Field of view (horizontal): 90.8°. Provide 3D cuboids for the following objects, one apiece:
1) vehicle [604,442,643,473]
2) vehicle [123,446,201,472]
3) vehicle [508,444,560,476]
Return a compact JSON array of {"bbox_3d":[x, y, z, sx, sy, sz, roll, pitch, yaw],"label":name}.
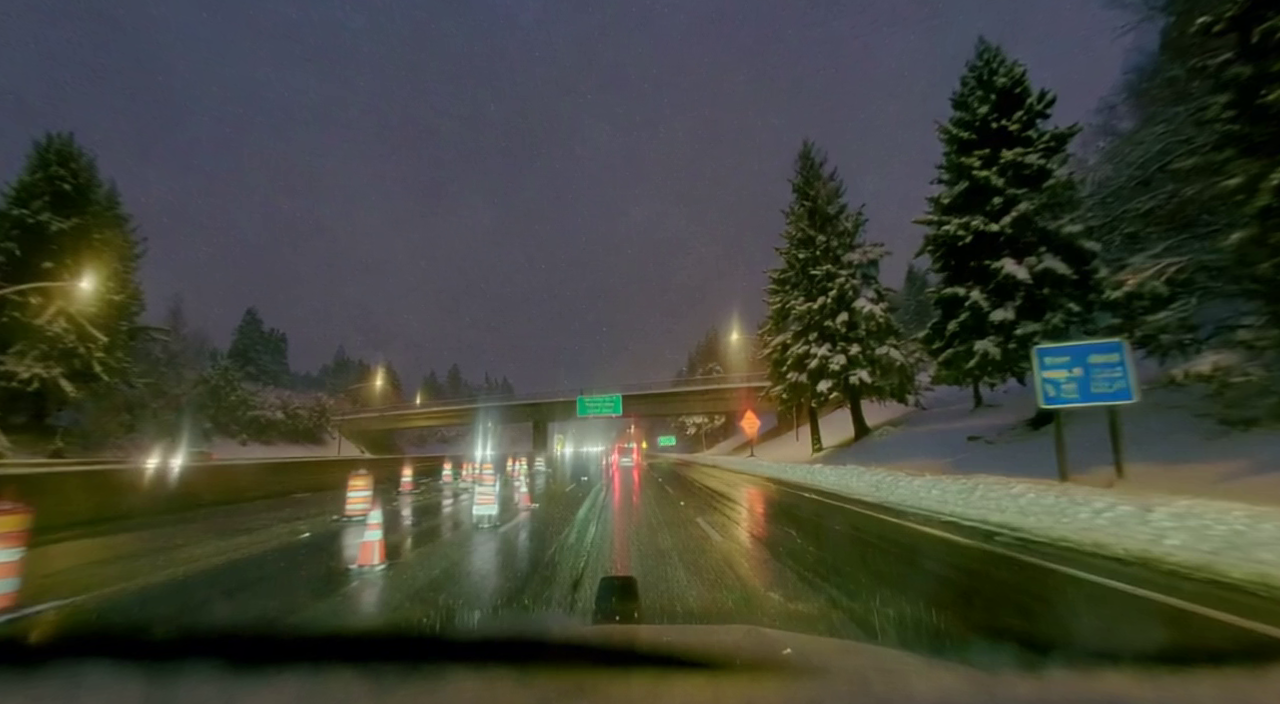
[{"bbox_3d":[-0.933,5.985,36.127,2.109,1.638,3.856,0,-9,-1],"label":"vehicle"},{"bbox_3d":[-33.998,7.572,45.116,1.960,1.731,4.657,0,-9,-1],"label":"vehicle"},{"bbox_3d":[-5.373,5.539,32.533,1.997,1.507,4.248,0,-9,-1],"label":"vehicle"}]
